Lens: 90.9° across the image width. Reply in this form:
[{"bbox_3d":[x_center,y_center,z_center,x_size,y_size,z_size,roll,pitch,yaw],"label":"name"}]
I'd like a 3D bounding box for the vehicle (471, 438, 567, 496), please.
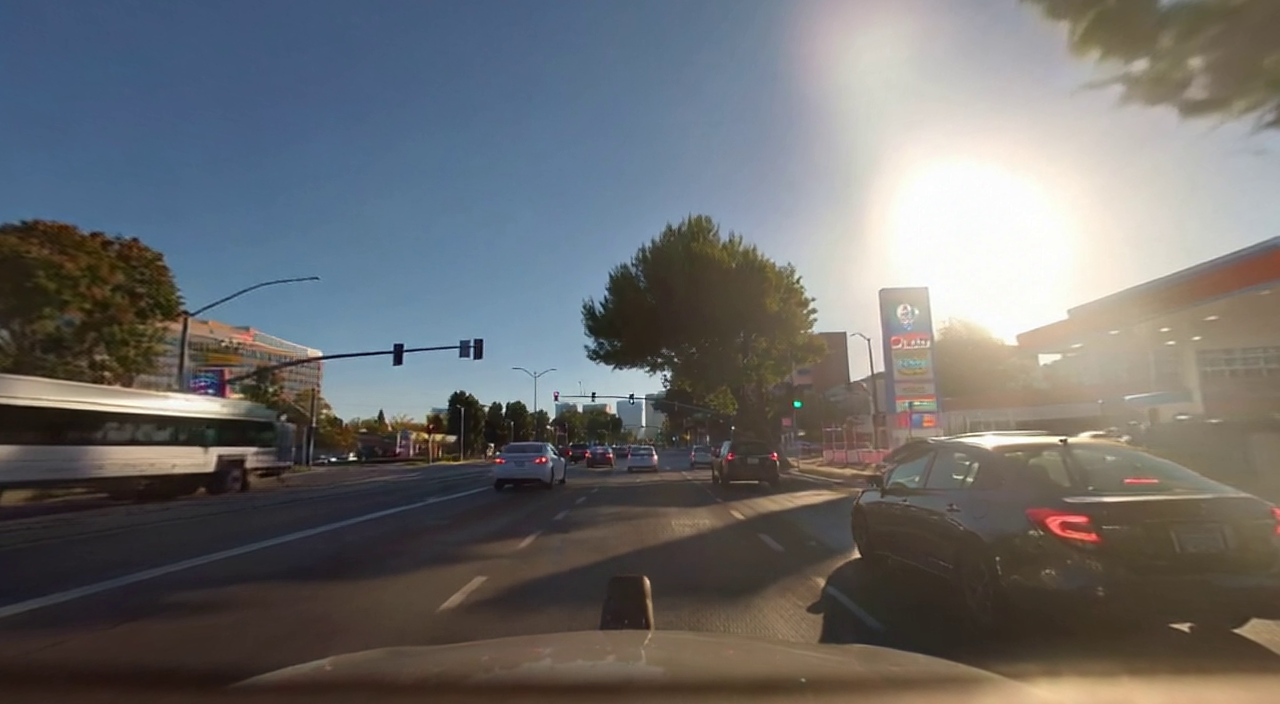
[{"bbox_3d":[-3.617,3.515,19.684,2.023,1.607,4.086,-1,-8,2],"label":"vehicle"}]

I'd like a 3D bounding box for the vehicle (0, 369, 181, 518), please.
[{"bbox_3d":[-16.054,2.085,14.260,3.228,3.319,10.706,0,-8,0],"label":"vehicle"}]

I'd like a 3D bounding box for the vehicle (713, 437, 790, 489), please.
[{"bbox_3d":[3.925,3.995,22.991,2.022,1.683,4.171,0,-8,0],"label":"vehicle"}]

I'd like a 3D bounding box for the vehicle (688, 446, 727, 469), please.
[{"bbox_3d":[4.449,7.052,42.264,2.174,1.462,4.400,0,-8,1],"label":"vehicle"}]

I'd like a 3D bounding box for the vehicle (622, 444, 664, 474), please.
[{"bbox_3d":[0.190,5.743,34.121,2.104,1.477,4.591,0,-8,1],"label":"vehicle"}]

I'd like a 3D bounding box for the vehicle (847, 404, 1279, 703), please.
[{"bbox_3d":[3.510,1.327,5.103,2.038,1.499,4.868,0,-8,1],"label":"vehicle"}]

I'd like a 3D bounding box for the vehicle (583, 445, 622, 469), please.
[{"bbox_3d":[-2.444,6.938,41.818,2.192,1.463,4.211,-1,-8,2],"label":"vehicle"}]
